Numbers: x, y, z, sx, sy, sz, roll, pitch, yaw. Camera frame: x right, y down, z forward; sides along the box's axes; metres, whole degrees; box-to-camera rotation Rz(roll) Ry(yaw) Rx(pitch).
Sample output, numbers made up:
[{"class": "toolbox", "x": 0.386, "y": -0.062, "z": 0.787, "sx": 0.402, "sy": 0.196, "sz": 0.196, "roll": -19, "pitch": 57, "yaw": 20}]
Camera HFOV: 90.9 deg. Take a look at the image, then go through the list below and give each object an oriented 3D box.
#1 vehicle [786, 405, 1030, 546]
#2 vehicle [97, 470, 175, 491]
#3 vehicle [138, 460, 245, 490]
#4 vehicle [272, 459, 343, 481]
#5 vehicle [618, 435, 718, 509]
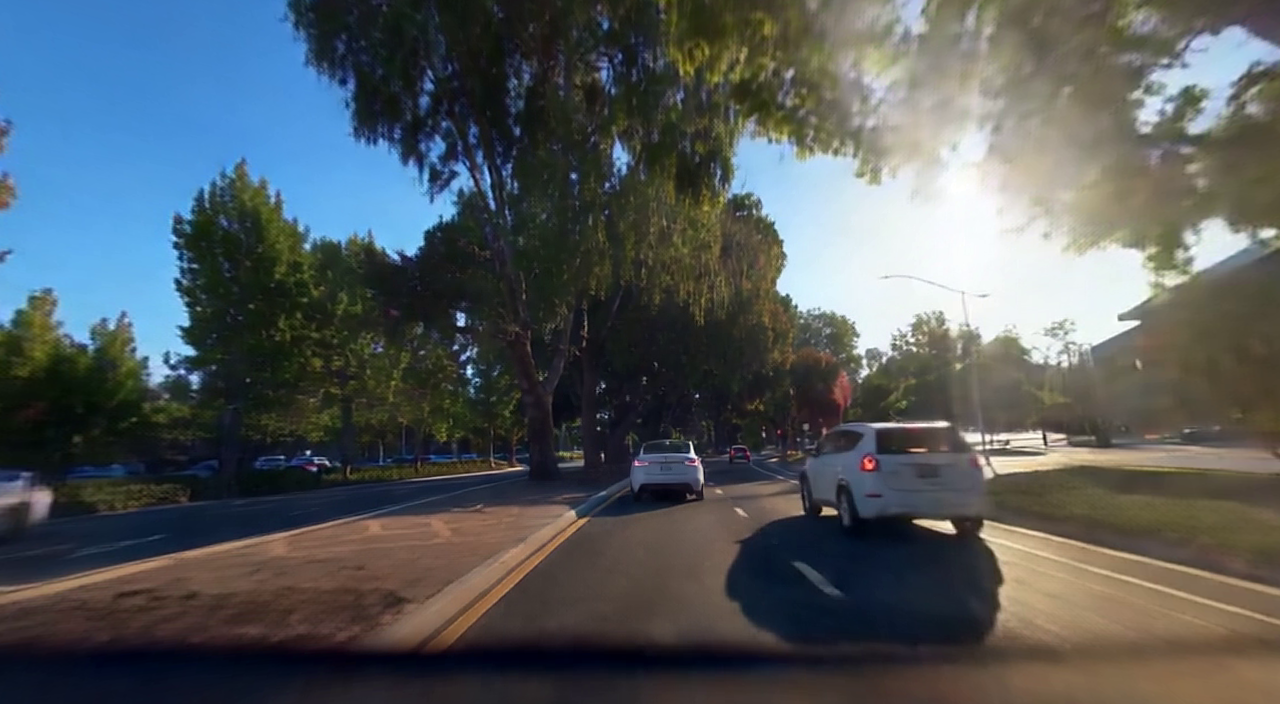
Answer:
[{"class": "vehicle", "x": 4.119, "y": 1.996, "z": 10.960, "sx": 1.953, "sy": 1.818, "sz": 5.299, "roll": -1, "pitch": -8, "yaw": 1}, {"class": "vehicle", "x": -38.509, "y": 9.819, "z": 48.224, "sx": 4.412, "sy": 1.435, "sz": 1.926, "roll": -1, "pitch": -8, "yaw": 5}, {"class": "vehicle", "x": -26.747, "y": 7.330, "z": 37.695, "sx": 4.951, "sy": 1.618, "sz": 1.952, "roll": -1, "pitch": -8, "yaw": 4}, {"class": "vehicle", "x": -25.472, "y": 9.029, "z": 48.351, "sx": 4.434, "sy": 1.582, "sz": 1.946, "roll": -2, "pitch": -8, "yaw": 11}, {"class": "vehicle", "x": 0.717, "y": 2.899, "z": 15.735, "sx": 2.154, "sy": 1.585, "sz": 3.997, "roll": -1, "pitch": -8, "yaw": 3}]
